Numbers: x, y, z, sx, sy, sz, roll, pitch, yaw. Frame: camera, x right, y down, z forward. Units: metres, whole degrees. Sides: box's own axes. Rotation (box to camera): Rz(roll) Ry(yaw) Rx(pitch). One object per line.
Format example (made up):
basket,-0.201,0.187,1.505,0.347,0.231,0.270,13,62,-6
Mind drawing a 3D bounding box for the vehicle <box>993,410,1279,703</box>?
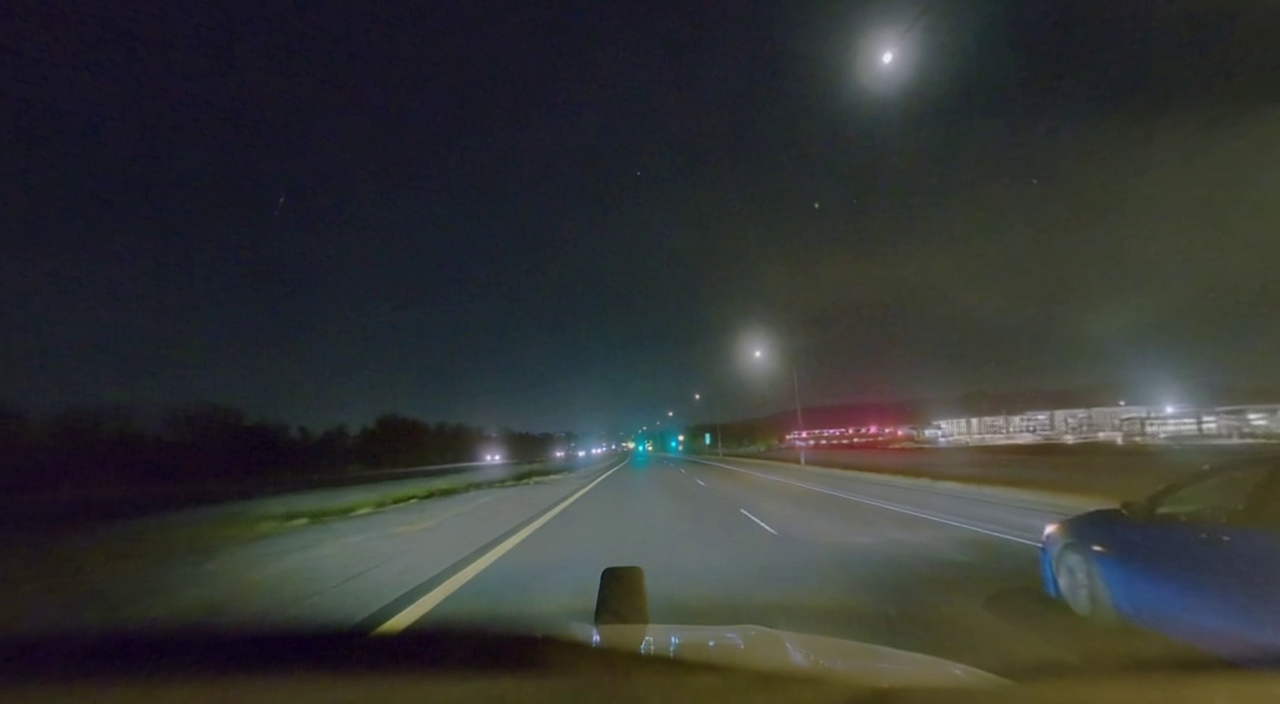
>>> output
vehicle,4.200,1.040,3.183,2.053,1.490,4.799,-1,-8,0
